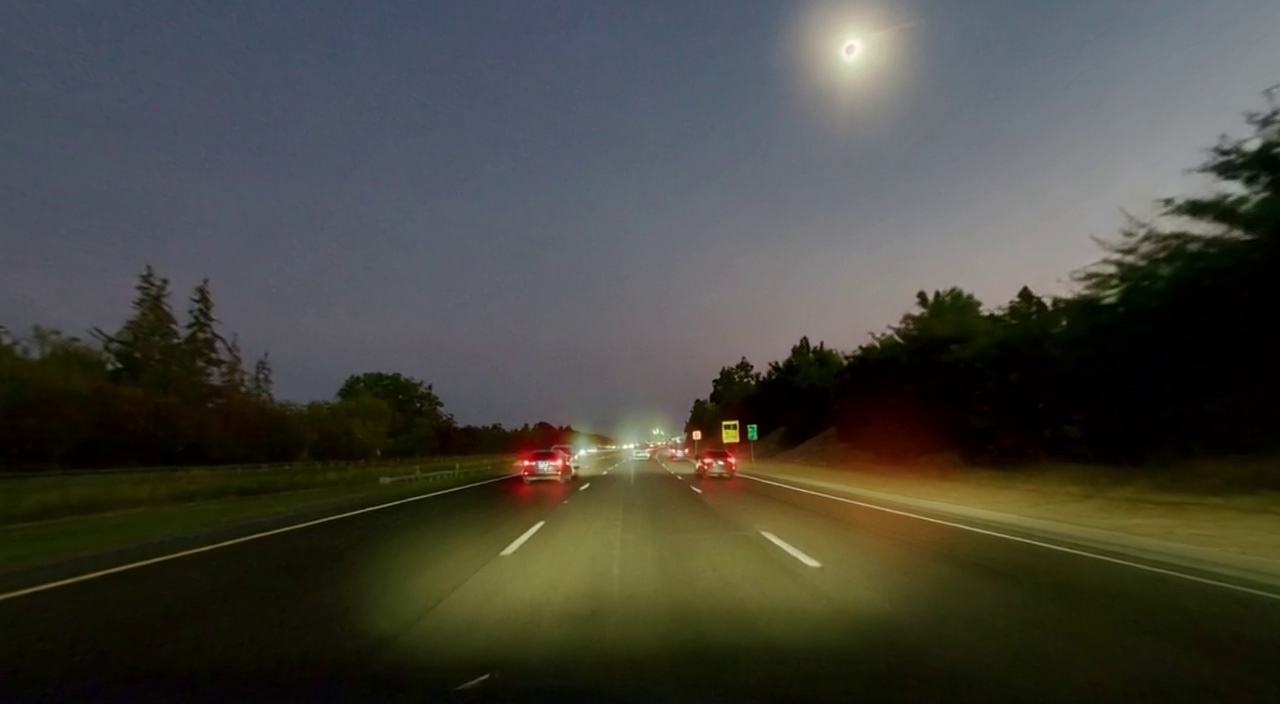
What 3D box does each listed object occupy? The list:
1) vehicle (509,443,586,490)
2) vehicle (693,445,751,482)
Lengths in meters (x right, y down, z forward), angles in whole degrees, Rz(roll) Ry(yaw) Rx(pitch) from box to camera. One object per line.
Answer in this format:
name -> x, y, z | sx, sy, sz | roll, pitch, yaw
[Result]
vehicle -> -3.137, 4.001, 22.273 | 2.053, 1.483, 4.185 | 0, -9, 0
vehicle -> 3.496, 4.818, 27.535 | 1.926, 1.483, 3.528 | 0, -9, -3
